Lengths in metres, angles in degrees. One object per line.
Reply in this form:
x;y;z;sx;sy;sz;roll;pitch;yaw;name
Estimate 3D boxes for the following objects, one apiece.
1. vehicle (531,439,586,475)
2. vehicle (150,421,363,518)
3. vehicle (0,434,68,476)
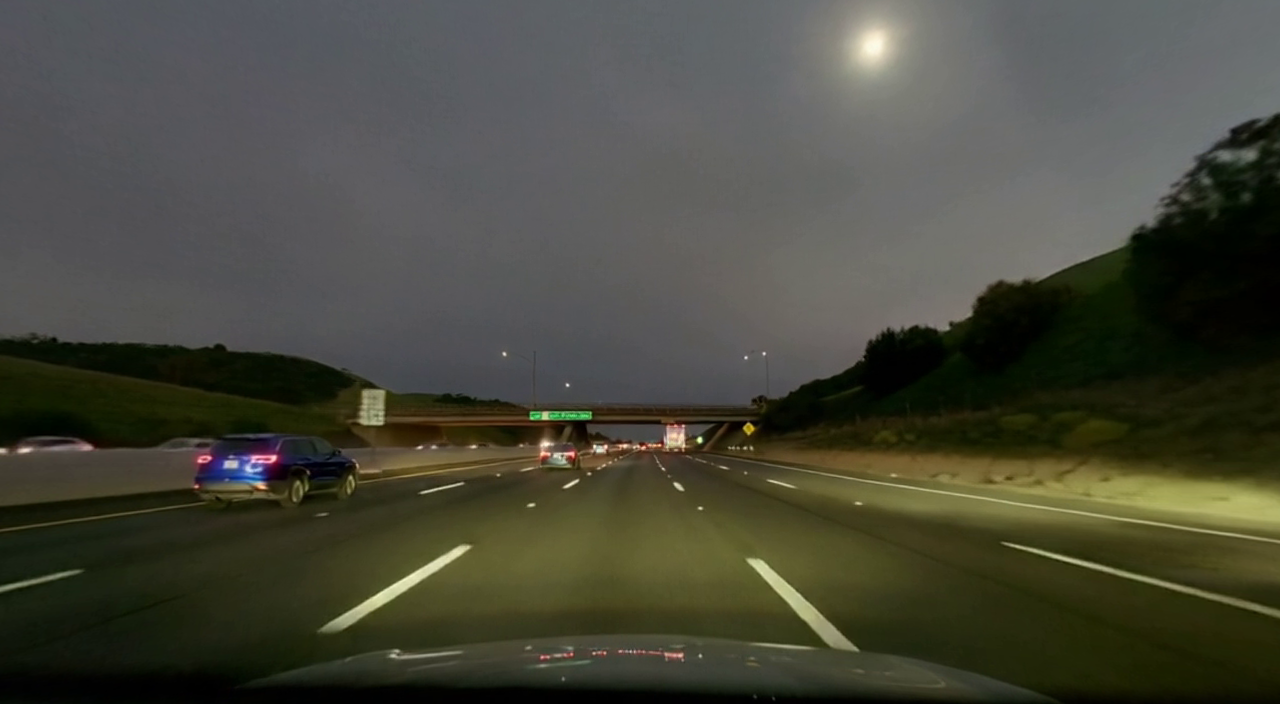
-3.706;4.849;29.373;1.925;1.509;4.363;0;-9;1;vehicle
-7.733;2.403;13.339;1.860;1.694;4.173;0;-9;0;vehicle
-48.810;7.921;48.667;3.144;3.009;6.492;0;-9;1;vehicle
